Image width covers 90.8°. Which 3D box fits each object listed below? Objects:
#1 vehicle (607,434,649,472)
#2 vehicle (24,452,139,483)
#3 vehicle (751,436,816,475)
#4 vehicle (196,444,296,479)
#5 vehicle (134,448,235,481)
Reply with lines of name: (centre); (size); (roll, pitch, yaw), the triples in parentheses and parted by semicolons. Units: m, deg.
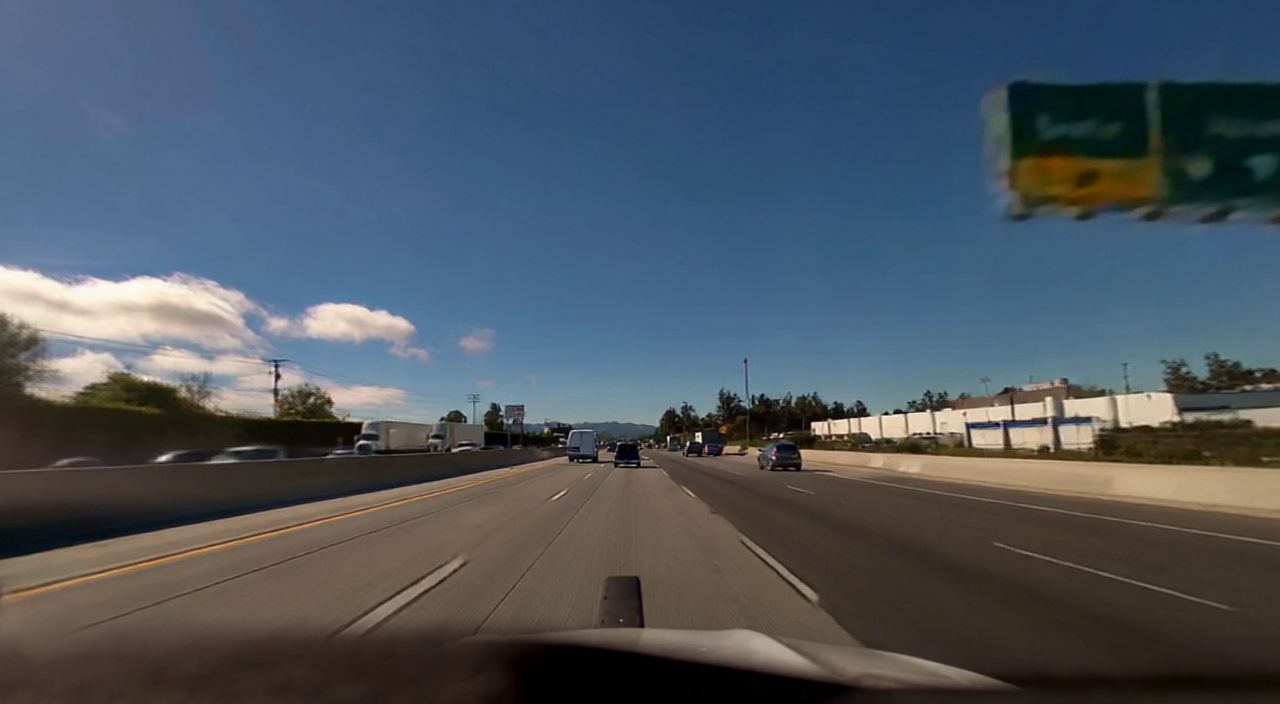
vehicle: (-0.597, 5.164, 32.489); (2.002, 1.759, 4.658); (0, -9, 0)
vehicle: (-28.945, 5.965, 32.982); (1.833, 1.469, 4.643); (0, -9, -1)
vehicle: (6.626, 4.830, 29.669); (1.944, 1.666, 4.184); (0, -9, -1)
vehicle: (-17.740, 4.931, 28.691); (2.157, 1.460, 3.702); (0, -9, -1)
vehicle: (-21.345, 5.267, 29.826); (1.869, 1.447, 3.941); (0, -9, -1)
